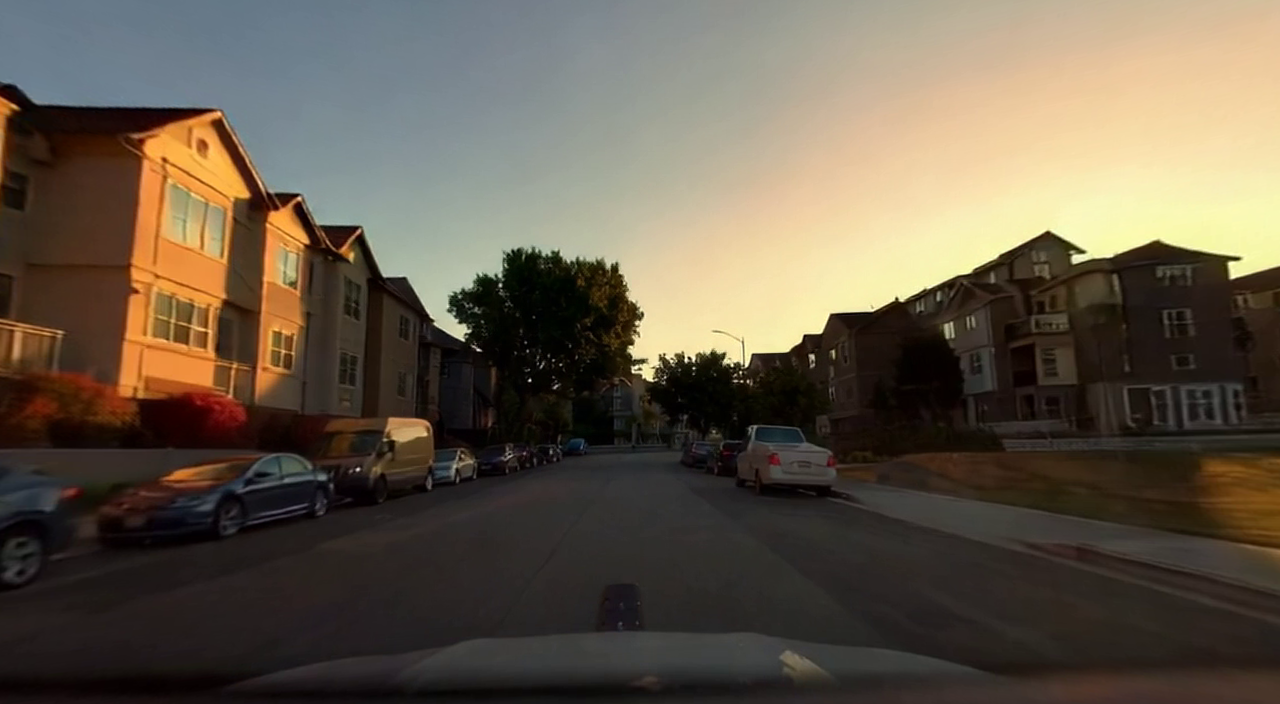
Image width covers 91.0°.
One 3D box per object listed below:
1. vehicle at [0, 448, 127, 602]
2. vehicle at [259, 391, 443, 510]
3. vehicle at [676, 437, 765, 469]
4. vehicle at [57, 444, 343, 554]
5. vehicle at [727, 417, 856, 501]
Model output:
[{"bbox_3d":[-7.183,1.613,5.537,1.832,1.483,4.140,-1,-9,0],"label":"vehicle"},{"bbox_3d":[-7.503,2.732,17.307,2.341,2.674,5.753,-1,-10,-1],"label":"vehicle"},{"bbox_3d":[4.668,5.838,36.687,4.726,1.731,2.075,-4,-10,28],"label":"vehicle"},{"bbox_3d":[-7.181,2.385,10.969,1.953,1.501,4.125,-1,-9,1],"label":"vehicle"},{"bbox_3d":[3.934,2.907,17.441,2.216,1.955,4.970,0,-8,-2],"label":"vehicle"}]
